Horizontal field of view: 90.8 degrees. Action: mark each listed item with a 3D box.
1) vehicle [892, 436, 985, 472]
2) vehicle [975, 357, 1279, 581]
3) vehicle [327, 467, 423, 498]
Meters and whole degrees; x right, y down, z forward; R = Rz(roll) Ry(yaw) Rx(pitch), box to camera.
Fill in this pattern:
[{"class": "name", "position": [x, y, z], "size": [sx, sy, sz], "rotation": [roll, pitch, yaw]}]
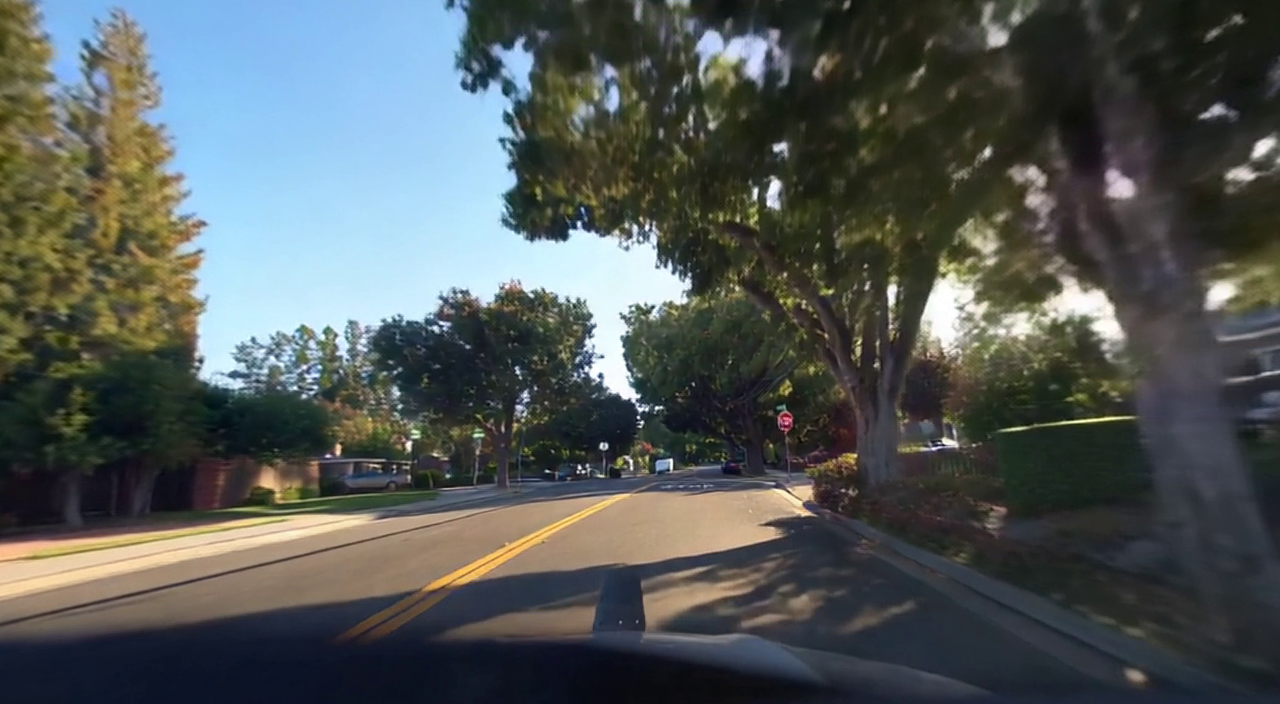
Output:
[{"class": "vehicle", "position": [19.219, 6.606, 40.728], "size": [4.788, 1.875, 2.148], "rotation": [0, -19, -9]}, {"class": "vehicle", "position": [6.489, 1.315, 7.670], "size": [2.163, 1.885, 4.804], "rotation": [-1, -8, 0]}, {"class": "vehicle", "position": [-14.199, 6.997, 33.957], "size": [4.320, 1.443, 1.867], "rotation": [0, -8, -2]}]
